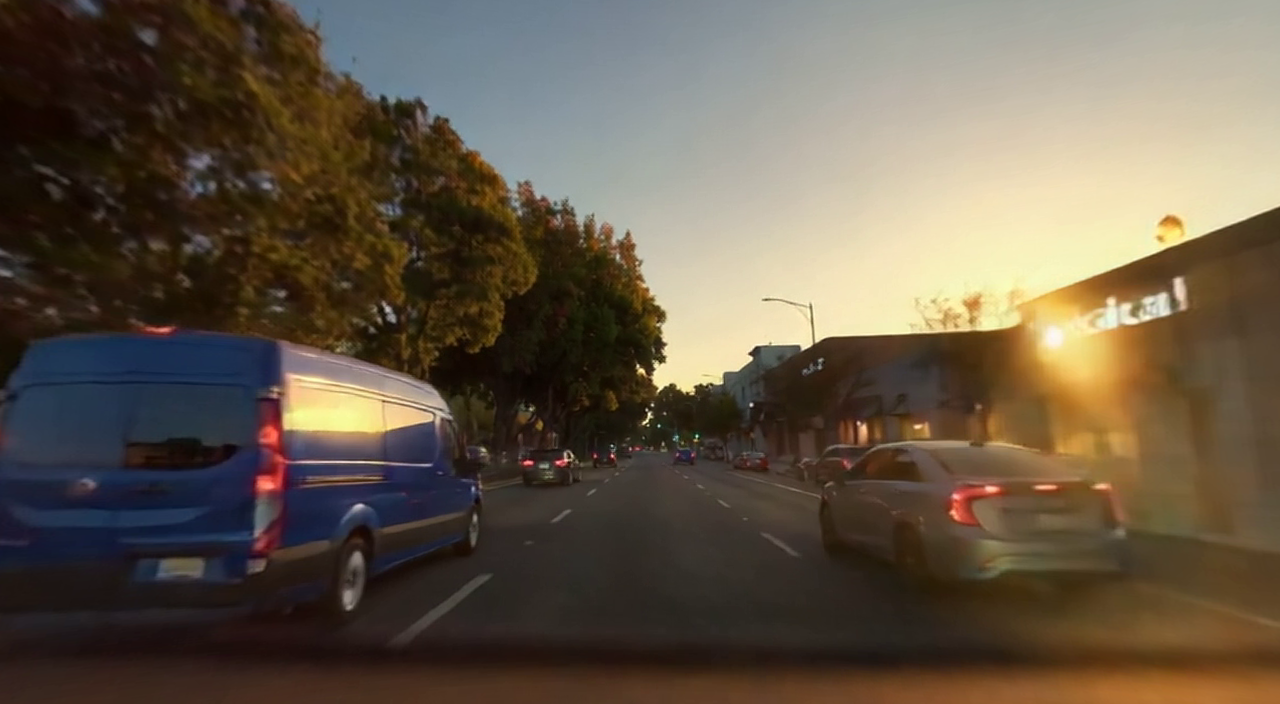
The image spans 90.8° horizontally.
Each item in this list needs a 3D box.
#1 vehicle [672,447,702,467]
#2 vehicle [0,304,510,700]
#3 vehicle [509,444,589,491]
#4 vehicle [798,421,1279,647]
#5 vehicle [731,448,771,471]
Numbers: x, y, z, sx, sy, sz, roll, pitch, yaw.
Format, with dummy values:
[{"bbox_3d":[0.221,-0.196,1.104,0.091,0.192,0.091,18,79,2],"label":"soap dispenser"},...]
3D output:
[{"bbox_3d":[3.559,8.073,48.722,1.961,1.482,4.538,0,-9,0],"label":"vehicle"},{"bbox_3d":[-3.202,1.212,6.312,2.490,2.153,5.594,0,-9,1],"label":"vehicle"},{"bbox_3d":[-3.077,4.026,22.372,2.060,1.466,4.387,0,-9,1],"label":"vehicle"},{"bbox_3d":[3.264,1.563,6.570,2.021,1.491,4.563,0,-9,-1],"label":"vehicle"},{"bbox_3d":[7.320,7.152,42.182,1.896,1.442,4.305,0,-9,0],"label":"vehicle"}]
